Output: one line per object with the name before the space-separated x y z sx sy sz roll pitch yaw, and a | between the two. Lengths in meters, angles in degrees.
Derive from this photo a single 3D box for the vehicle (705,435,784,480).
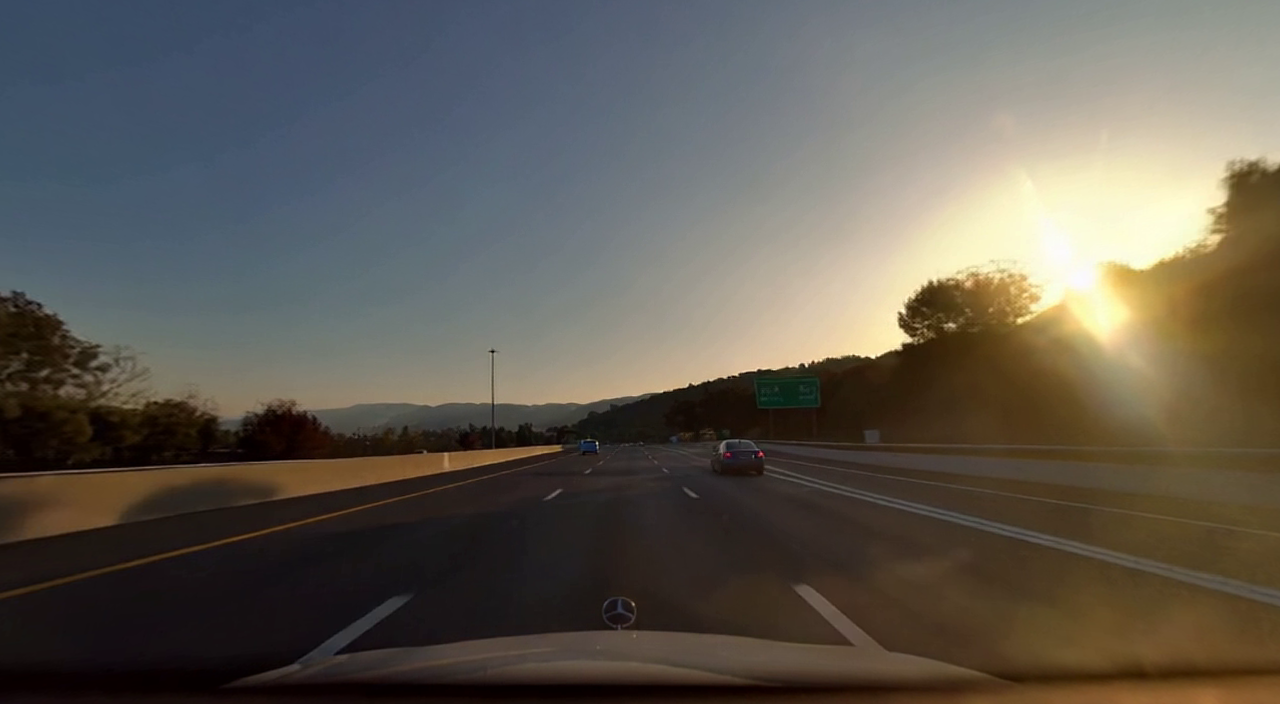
vehicle | 3.789 3.920 23.658 2.060 1.485 4.274 0 -9 -2
